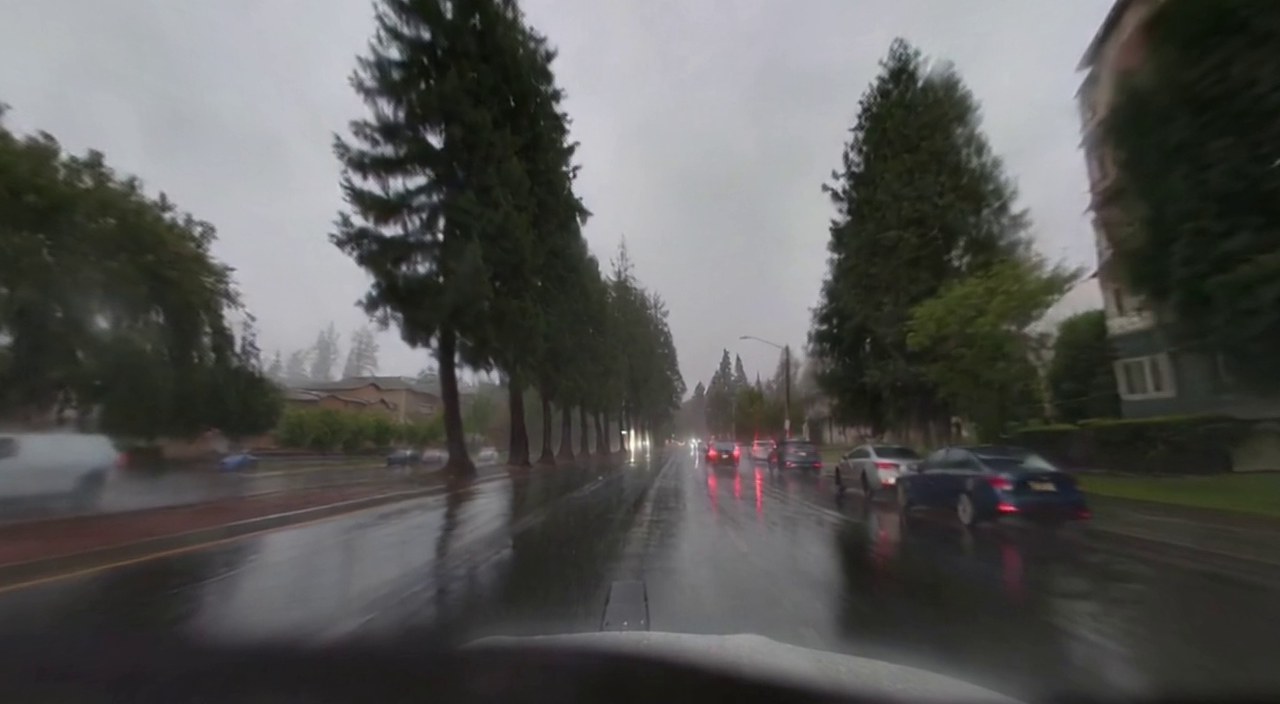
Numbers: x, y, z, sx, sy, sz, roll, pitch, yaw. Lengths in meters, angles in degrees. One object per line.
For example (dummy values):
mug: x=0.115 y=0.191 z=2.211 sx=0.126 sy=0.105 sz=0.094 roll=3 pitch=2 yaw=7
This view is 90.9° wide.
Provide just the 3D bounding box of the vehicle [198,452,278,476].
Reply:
vehicle: x=-29.658 y=8.212 z=46.544 sx=4.598 sy=1.661 sz=1.958 roll=7 pitch=-11 yaw=-40

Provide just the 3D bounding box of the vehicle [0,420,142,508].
vehicle: x=-15.210 y=2.644 z=15.030 sx=2.049 sy=1.933 sz=5.586 roll=0 pitch=-8 yaw=0

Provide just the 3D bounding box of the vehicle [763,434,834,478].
vehicle: x=7.730 y=5.155 z=31.438 sx=2.213 sy=1.949 sz=5.907 roll=0 pitch=-9 yaw=2

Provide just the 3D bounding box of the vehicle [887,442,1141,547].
vehicle: x=6.605 y=2.518 z=12.009 sx=1.959 sy=1.538 sz=4.953 roll=0 pitch=-9 yaw=2

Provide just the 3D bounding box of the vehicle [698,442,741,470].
vehicle: x=4.537 y=6.017 z=36.572 sx=2.128 sy=1.502 sz=4.572 roll=0 pitch=-9 yaw=3
